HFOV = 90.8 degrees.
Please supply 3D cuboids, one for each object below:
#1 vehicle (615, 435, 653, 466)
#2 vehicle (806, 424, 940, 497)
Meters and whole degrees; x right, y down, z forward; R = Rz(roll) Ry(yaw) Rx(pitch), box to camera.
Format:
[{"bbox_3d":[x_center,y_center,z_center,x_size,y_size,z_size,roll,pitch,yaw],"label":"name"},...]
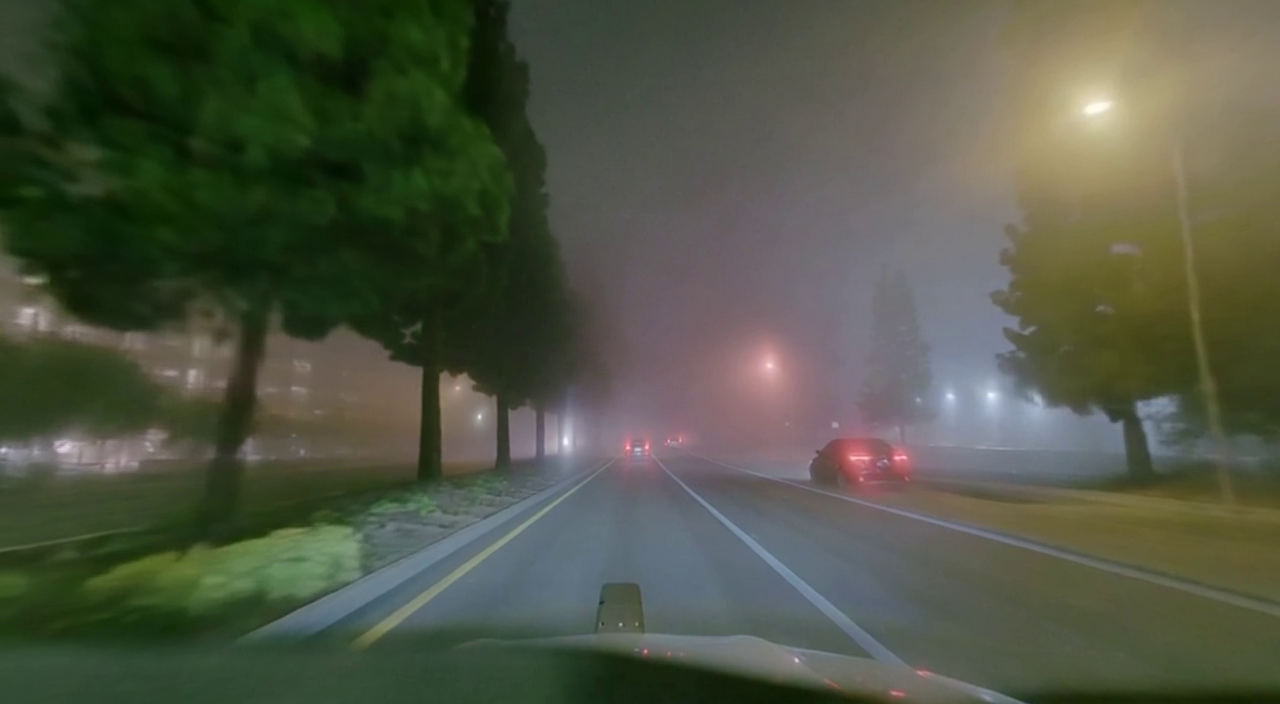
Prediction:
[{"bbox_3d":[-0.321,6.026,38.779,2.193,1.794,4.457,0,-8,0],"label":"vehicle"},{"bbox_3d":[6.501,3.087,18.285,2.026,1.804,4.565,0,-8,-1],"label":"vehicle"}]
